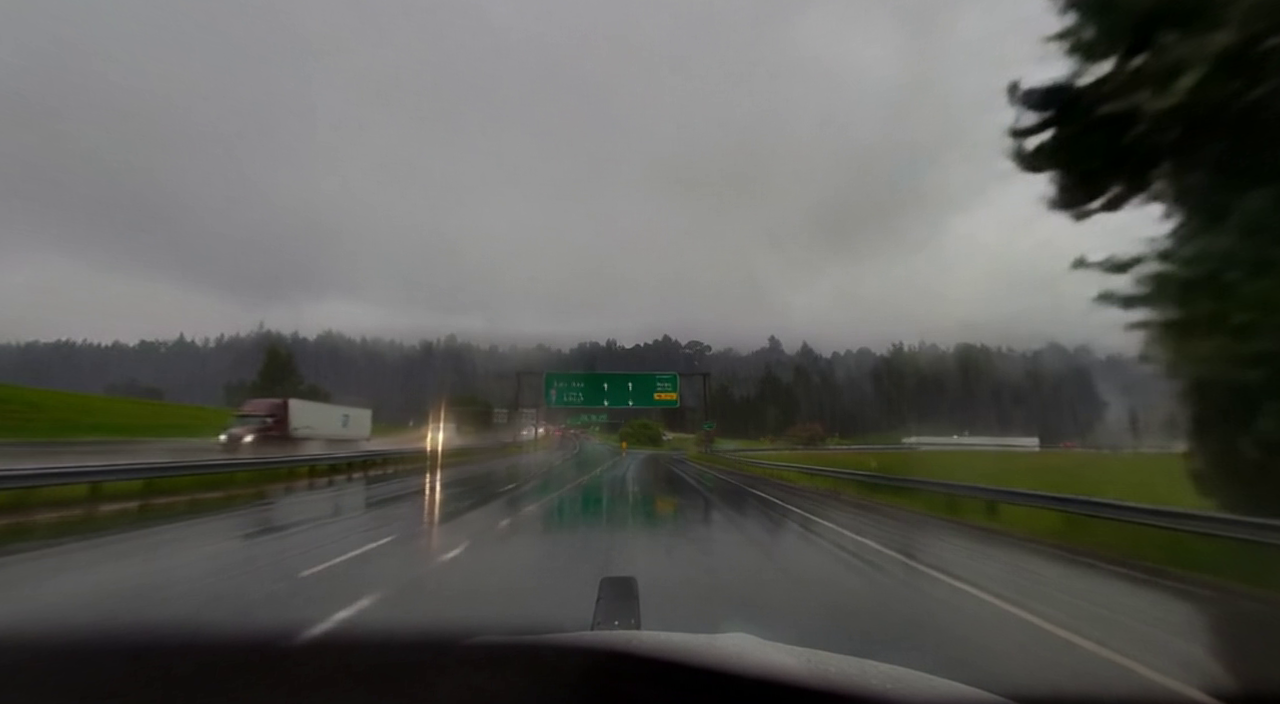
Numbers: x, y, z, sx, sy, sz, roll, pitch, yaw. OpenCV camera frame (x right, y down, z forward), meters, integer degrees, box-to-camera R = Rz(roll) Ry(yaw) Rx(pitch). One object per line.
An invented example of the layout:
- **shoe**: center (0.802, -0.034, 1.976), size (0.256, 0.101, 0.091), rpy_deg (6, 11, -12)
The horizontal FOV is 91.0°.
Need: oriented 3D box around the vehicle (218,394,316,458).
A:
- **vehicle**: center (-24.441, 4.959, 41.651), size (2.990, 3.898, 5.964), rpy_deg (1, -8, -4)
